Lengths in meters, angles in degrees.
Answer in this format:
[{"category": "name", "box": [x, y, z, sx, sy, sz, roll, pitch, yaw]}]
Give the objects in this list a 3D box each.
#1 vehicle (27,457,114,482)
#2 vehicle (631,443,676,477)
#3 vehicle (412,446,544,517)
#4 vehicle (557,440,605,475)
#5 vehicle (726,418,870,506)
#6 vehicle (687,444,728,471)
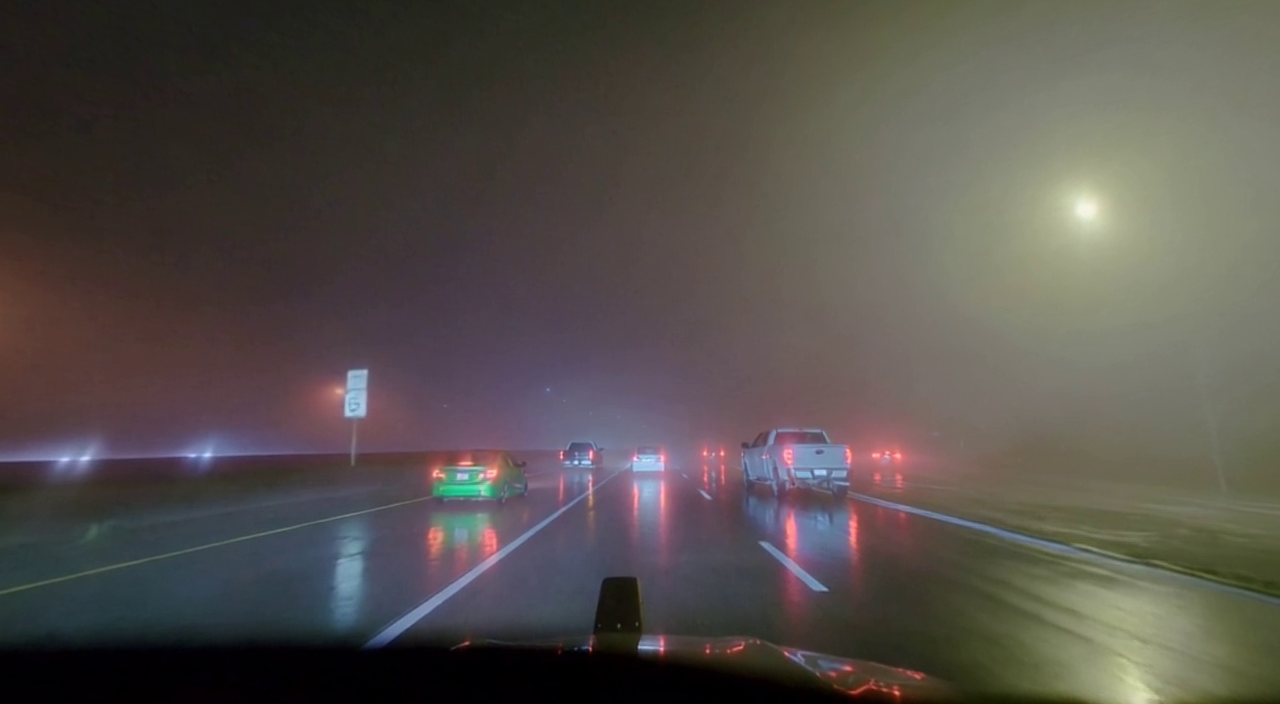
[{"category": "vehicle", "box": [-37.813, 7.783, 41.955, 1.783, 1.502, 4.285, 0, -9, 1]}, {"category": "vehicle", "box": [0.649, 5.389, 31.726, 2.147, 1.572, 4.094, 0, -9, 0]}, {"category": "vehicle", "box": [-3.636, 2.973, 15.024, 1.947, 1.424, 4.264, 0, -9, 1]}, {"category": "vehicle", "box": [-3.258, 5.935, 35.646, 2.176, 1.783, 4.799, 0, -9, 1]}, {"category": "vehicle", "box": [3.883, 2.867, 16.787, 2.340, 1.925, 5.529, 0, -9, -1]}, {"category": "vehicle", "box": [4.297, 6.812, 40.885, 2.145, 1.636, 4.437, 0, -9, -1]}]
